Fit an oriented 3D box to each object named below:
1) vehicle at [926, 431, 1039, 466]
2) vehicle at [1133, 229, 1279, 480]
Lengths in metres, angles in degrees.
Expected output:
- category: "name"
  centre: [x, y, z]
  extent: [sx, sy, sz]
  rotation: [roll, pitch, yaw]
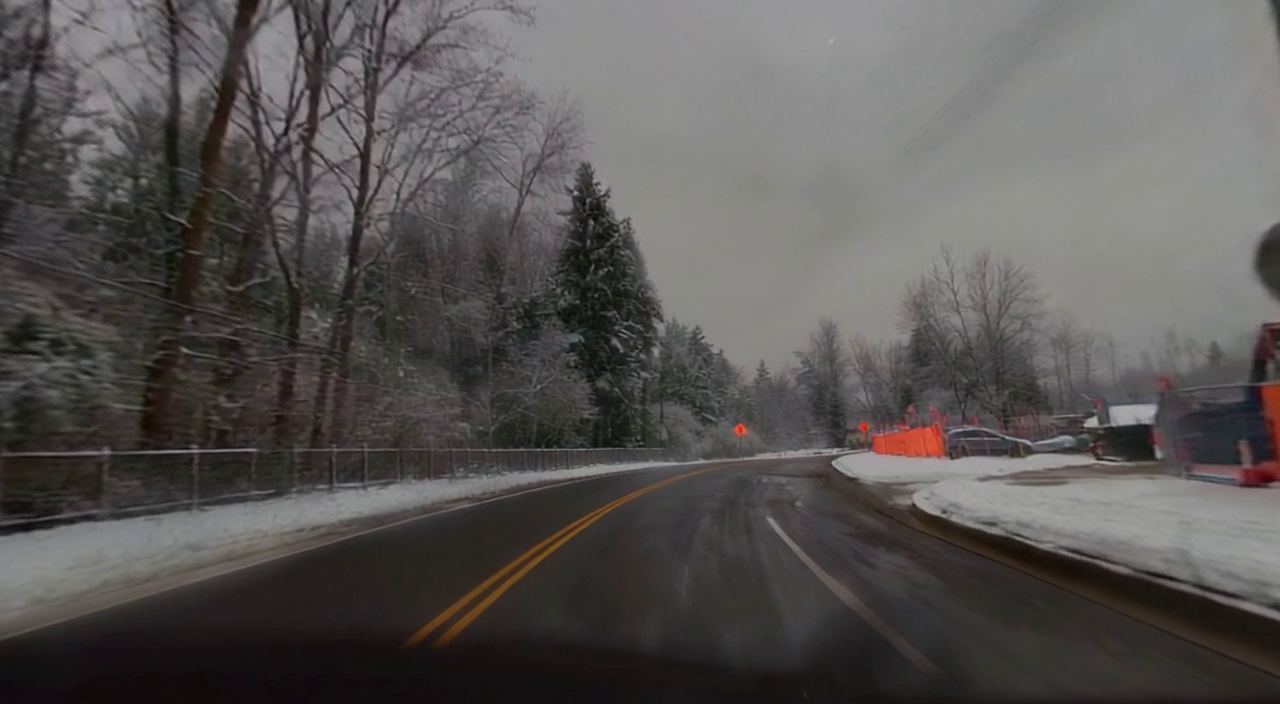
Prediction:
- category: "vehicle"
  centre: [15.796, 4.505, 29.366]
  extent: [4.221, 1.440, 1.915]
  rotation: [-5, -10, 17]
- category: "vehicle"
  centre: [10.850, -0.307, 6.983]
  extent: [2.984, 3.691, 10.409]
  rotation: [-1, -8, 4]
